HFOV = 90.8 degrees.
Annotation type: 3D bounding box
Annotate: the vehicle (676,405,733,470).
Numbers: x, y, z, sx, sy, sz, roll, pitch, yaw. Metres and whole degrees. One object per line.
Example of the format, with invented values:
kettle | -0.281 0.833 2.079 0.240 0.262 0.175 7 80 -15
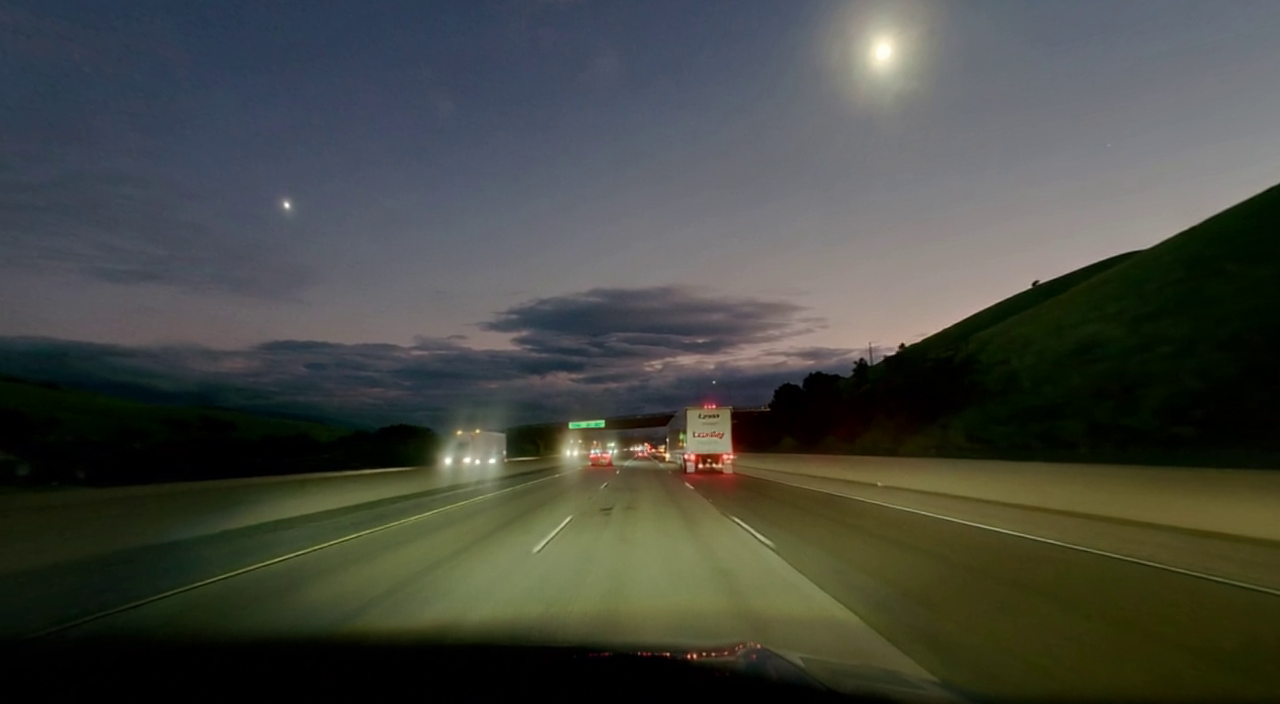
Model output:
vehicle | 4.211 5.930 43.185 2.885 3.992 8.526 0 -9 0
